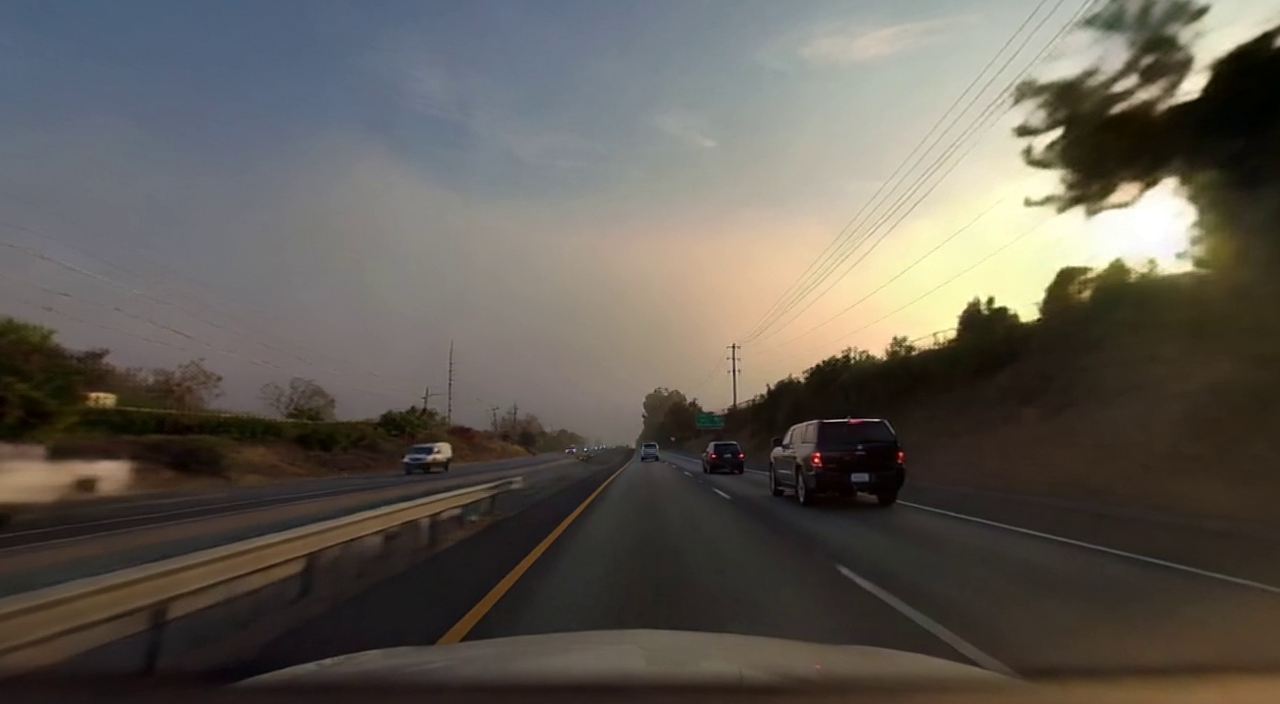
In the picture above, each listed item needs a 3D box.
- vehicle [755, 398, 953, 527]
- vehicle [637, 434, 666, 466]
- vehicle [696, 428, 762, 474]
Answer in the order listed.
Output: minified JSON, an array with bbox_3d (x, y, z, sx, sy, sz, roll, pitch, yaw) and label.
[{"bbox_3d":[3.973,2.184,12.926,2.145,2.069,5.057,0,-8,-1],"label":"vehicle"},{"bbox_3d":[0.801,7.453,48.220,2.099,2.260,4.899,-1,-8,0],"label":"vehicle"},{"bbox_3d":[4.532,5.194,33.181,2.594,2.155,5.670,-1,-8,0],"label":"vehicle"}]
